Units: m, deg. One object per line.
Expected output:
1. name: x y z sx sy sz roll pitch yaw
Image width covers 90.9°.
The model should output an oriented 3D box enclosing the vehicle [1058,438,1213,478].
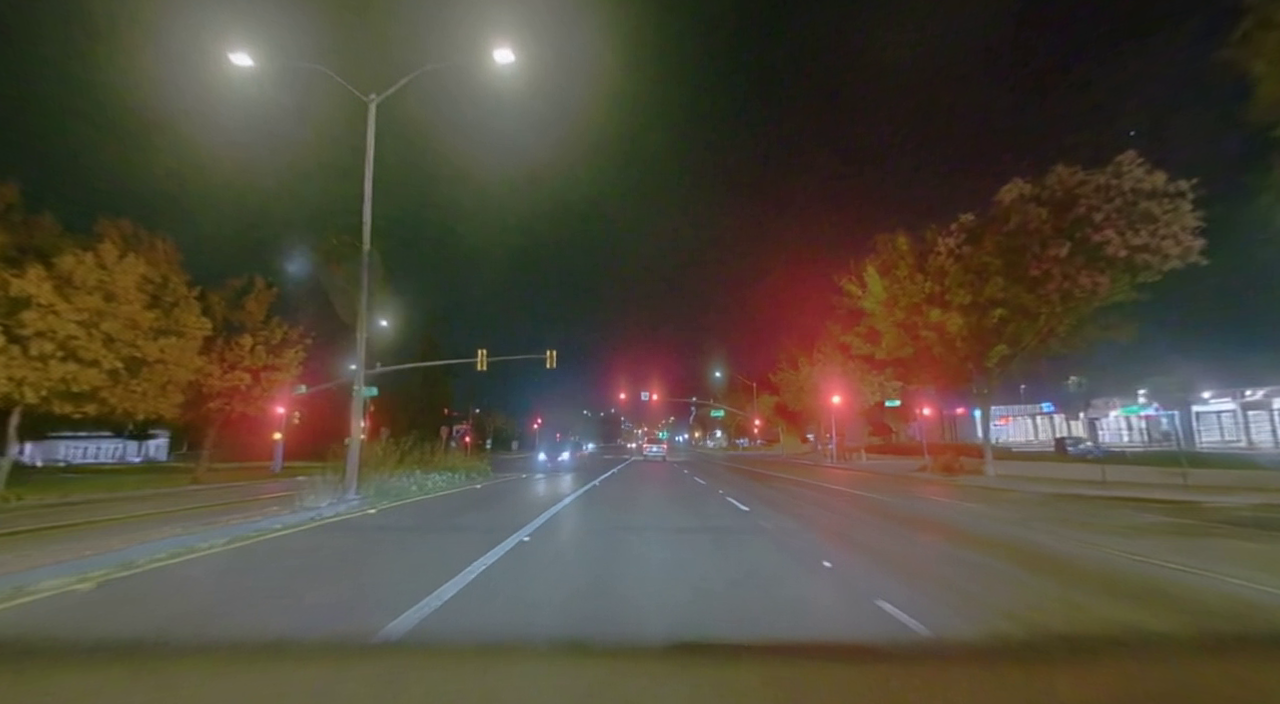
1. vehicle: 19.807 4.248 25.352 4.479 1.488 2.038 0 -8 0

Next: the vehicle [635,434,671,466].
1. vehicle: 0.773 5.871 37.883 1.994 1.759 4.186 0 -8 1
